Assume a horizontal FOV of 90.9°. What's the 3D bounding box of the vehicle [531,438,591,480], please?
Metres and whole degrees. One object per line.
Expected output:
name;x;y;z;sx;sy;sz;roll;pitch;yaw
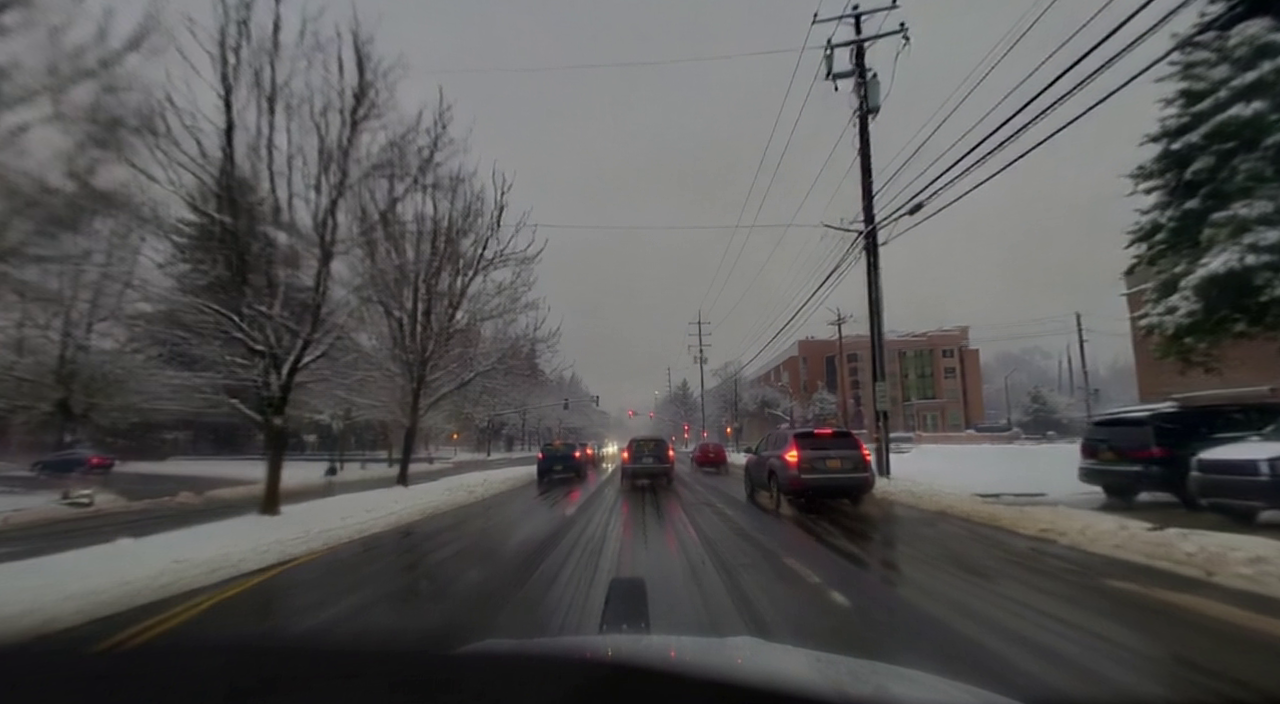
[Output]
vehicle;-3.062;4.257;25.329;2.104;1.488;4.546;0;-8;-4

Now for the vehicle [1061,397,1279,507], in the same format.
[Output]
vehicle;11.512;2.039;13.093;2.238;1.845;4.874;-1;-8;2

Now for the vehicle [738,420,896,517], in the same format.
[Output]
vehicle;3.529;2.423;13.601;2.024;1.711;4.512;0;-8;-1

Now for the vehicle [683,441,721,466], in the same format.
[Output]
vehicle;3.898;6.458;40.289;1.880;1.503;4.130;0;-8;-1

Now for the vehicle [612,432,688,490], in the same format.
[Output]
vehicle;0.289;3.479;20.462;2.200;1.653;4.127;0;-8;0

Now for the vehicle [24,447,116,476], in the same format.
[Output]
vehicle;-37.803;7.249;41.969;1.882;1.753;4.517;0;-8;-1
